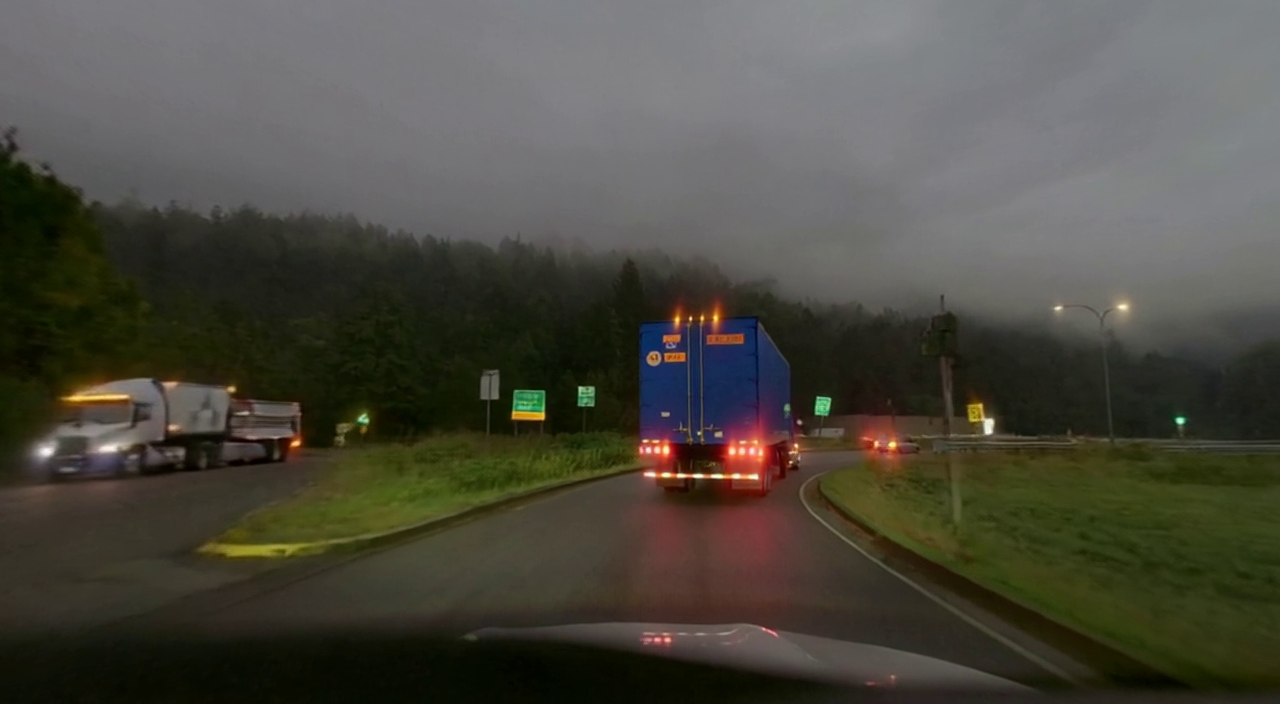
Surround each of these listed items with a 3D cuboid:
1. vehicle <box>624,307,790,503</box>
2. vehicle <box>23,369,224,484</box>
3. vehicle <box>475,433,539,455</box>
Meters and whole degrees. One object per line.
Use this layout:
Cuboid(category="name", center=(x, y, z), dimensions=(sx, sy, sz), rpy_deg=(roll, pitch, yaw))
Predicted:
Cuboid(category="vehicle", center=(2.270, 1.620, 16.536), dimensions=(2.937, 3.647, 9.344), rpy_deg=(-3, -8, 14))
Cuboid(category="vehicle", center=(-18.983, 2.849, 23.797), dimensions=(3.008, 3.708, 6.125), rpy_deg=(0, -8, -10))
Cuboid(category="vehicle", center=(-10.434, 7.214, 49.316), dimensions=(4.578, 1.573, 1.806), rpy_deg=(3, -9, -25))
